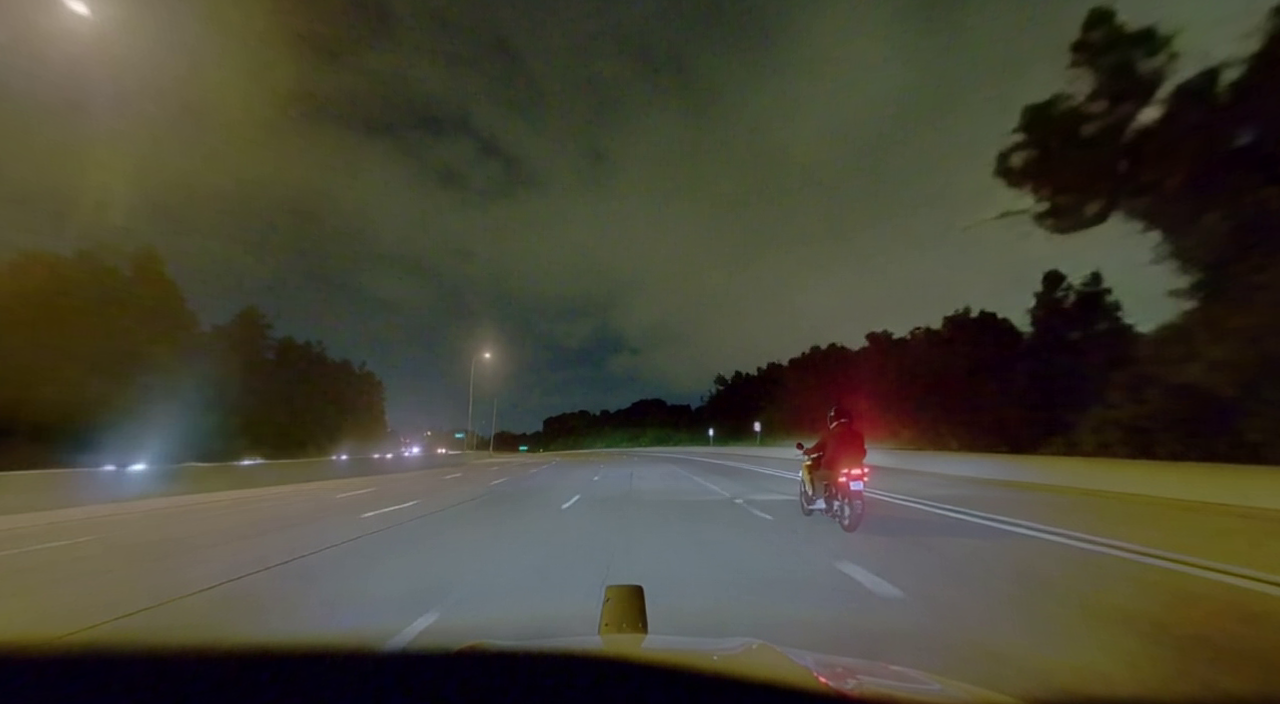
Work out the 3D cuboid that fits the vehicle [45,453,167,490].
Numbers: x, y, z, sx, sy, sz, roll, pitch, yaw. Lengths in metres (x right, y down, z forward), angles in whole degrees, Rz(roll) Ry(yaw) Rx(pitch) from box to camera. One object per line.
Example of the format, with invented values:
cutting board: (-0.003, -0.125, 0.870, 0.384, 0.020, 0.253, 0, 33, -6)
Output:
vehicle: (-26.416, 5.877, 31.465, 2.216, 1.591, 4.677, 0, -8, -4)
